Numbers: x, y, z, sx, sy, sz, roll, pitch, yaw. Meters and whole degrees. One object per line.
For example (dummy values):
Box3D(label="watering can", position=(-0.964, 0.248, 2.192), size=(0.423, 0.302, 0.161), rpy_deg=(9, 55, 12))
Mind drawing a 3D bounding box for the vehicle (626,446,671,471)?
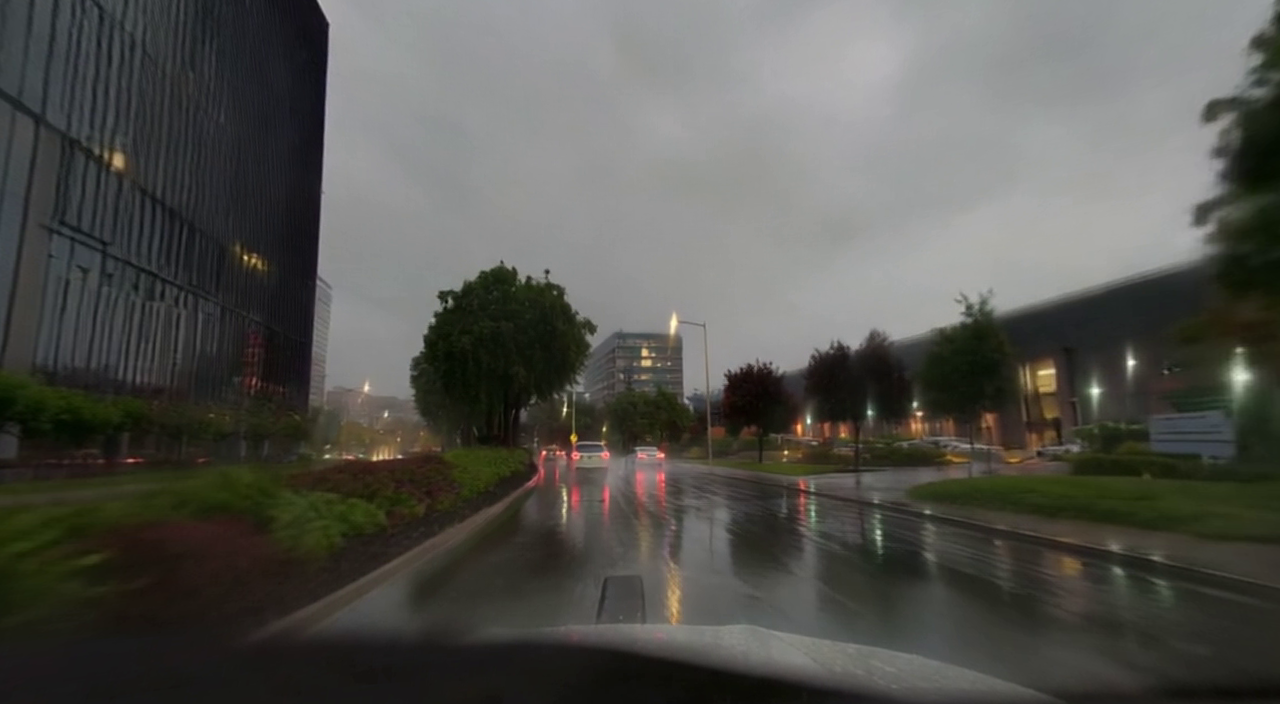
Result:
Box3D(label="vehicle", position=(0.474, 6.783, 40.430), size=(2.116, 1.506, 4.355), rpy_deg=(2, -9, -10))

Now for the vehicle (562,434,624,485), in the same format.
Box3D(label="vehicle", position=(-1.908, 4.176, 24.688), size=(2.173, 1.761, 4.374), rpy_deg=(1, -9, -6))
